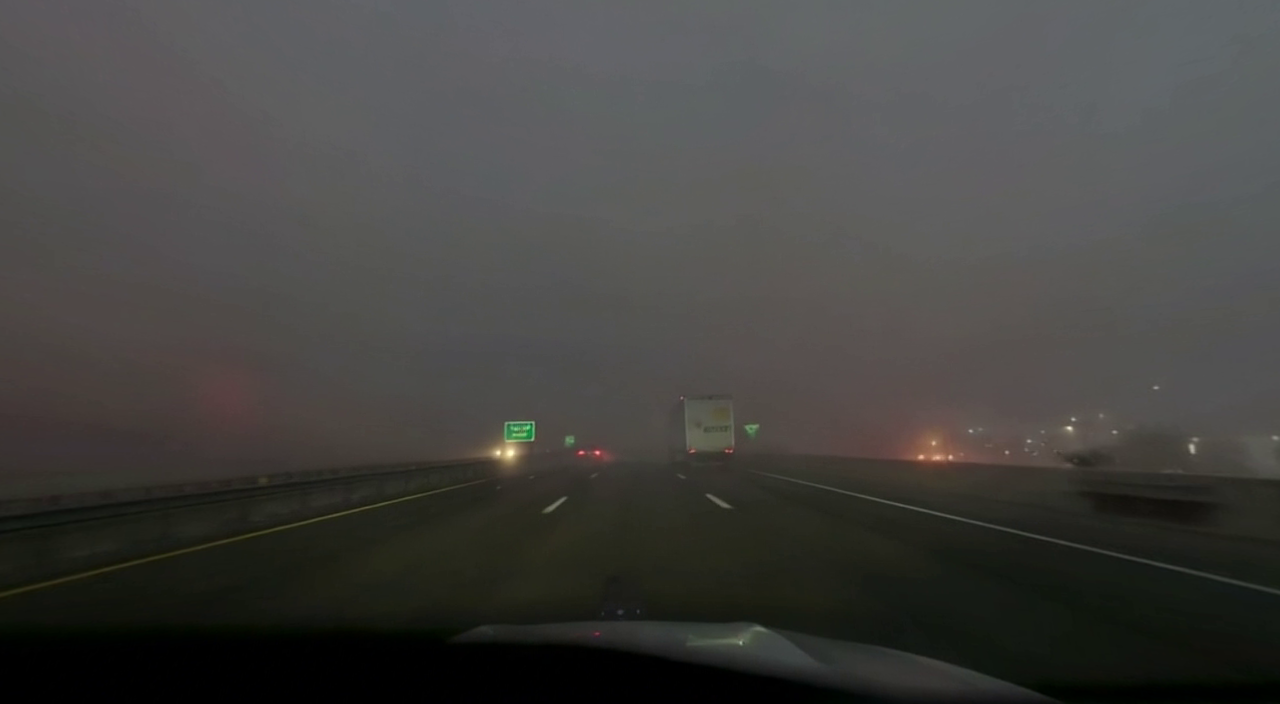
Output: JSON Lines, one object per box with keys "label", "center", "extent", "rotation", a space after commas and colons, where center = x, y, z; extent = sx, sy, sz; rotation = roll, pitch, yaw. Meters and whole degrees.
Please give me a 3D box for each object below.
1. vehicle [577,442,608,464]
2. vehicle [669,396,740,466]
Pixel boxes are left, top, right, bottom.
{"label": "vehicle", "center": [-3.510, 7.600, 47.235], "extent": [2.100, 1.525, 4.179], "rotation": [0, -9, 0]}
{"label": "vehicle", "center": [4.106, 5.773, 44.262], "extent": [3.201, 4.104, 14.356], "rotation": [0, -9, -1]}
